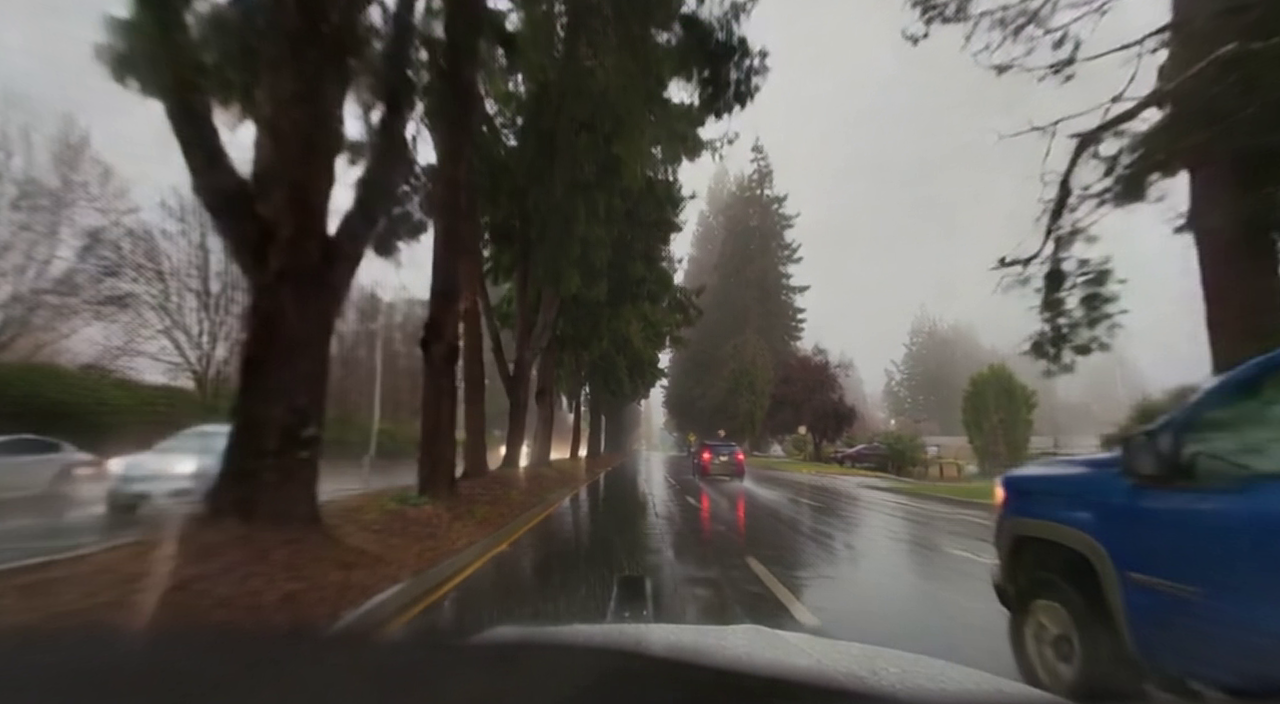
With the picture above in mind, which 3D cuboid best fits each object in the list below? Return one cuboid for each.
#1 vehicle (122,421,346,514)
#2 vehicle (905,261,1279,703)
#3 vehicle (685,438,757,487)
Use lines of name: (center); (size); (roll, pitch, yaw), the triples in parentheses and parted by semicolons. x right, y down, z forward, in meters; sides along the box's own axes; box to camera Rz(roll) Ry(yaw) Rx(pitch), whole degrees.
vehicle: (-8.582, 2.480, 13.936); (2.070, 1.703, 4.301); (0, -8, 0)
vehicle: (3.144, 0.660, 1.481); (2.553, 1.942, 5.679); (0, -8, 0)
vehicle: (3.012, 4.209, 24.392); (2.108, 1.712, 4.616); (0, -8, -1)
